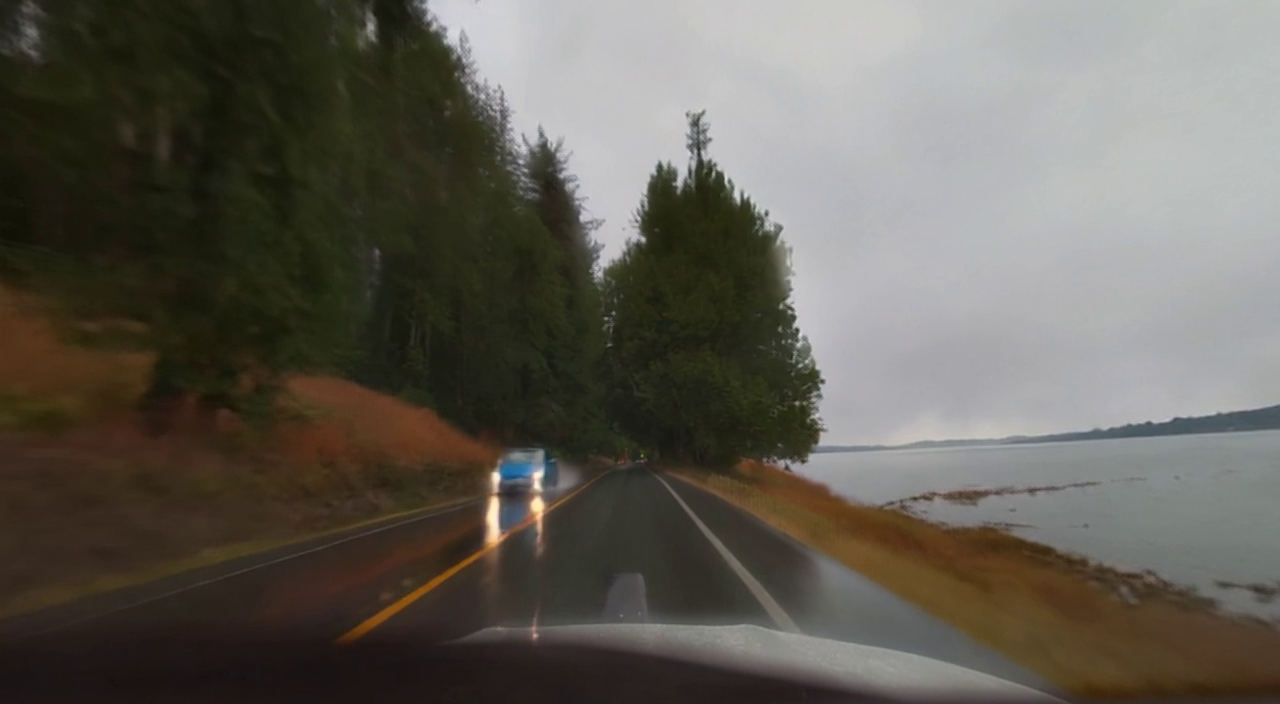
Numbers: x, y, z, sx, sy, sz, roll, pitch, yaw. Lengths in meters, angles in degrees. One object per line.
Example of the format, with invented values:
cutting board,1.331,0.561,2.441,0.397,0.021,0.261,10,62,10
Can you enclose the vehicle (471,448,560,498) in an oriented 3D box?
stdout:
vehicle,-4.265,4.217,22.477,2.179,1.579,4.637,0,-9,1
